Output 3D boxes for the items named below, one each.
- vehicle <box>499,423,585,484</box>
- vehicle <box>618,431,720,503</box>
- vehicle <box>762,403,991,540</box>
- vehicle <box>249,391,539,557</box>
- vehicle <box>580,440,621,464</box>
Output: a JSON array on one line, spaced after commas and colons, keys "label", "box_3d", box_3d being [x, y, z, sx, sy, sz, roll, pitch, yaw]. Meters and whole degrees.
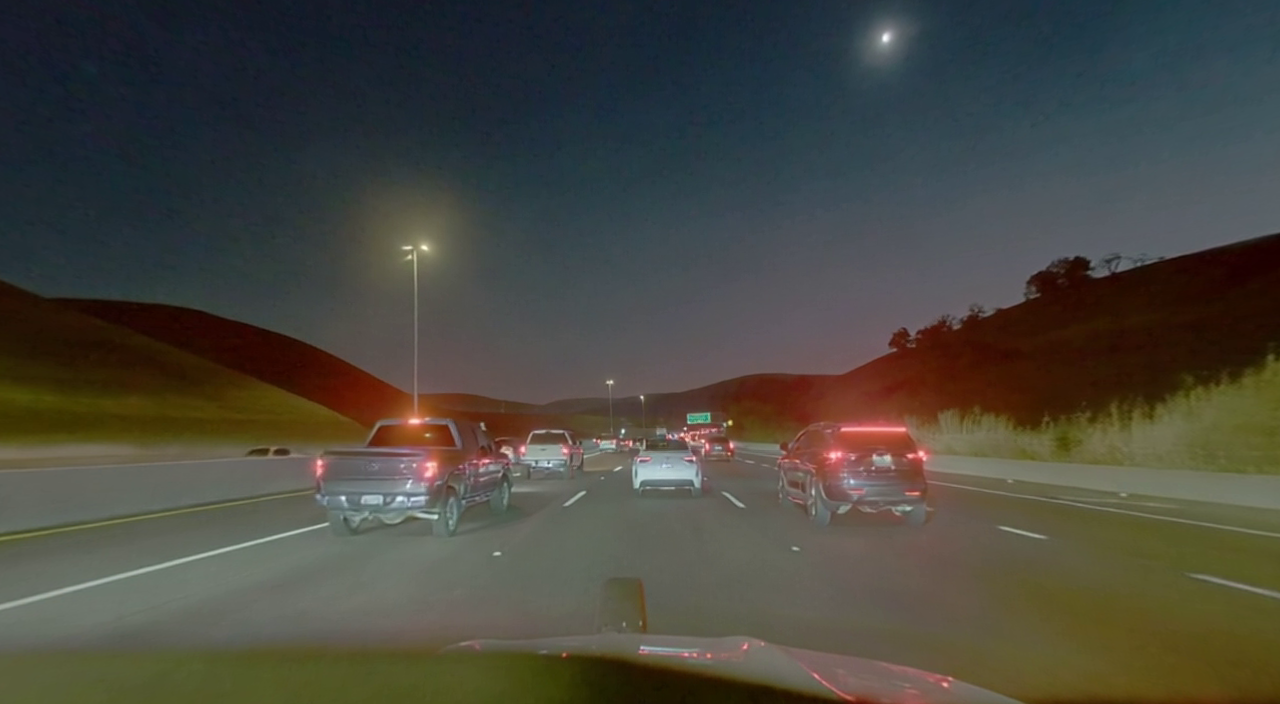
[{"label": "vehicle", "box_3d": [-3.148, 3.391, 21.329, 1.997, 1.806, 5.002, 0, -8, 1]}, {"label": "vehicle", "box_3d": [0.638, 2.703, 15.269, 2.105, 1.471, 4.349, 0, -8, 1]}, {"label": "vehicle", "box_3d": [3.493, 1.868, 10.466, 2.046, 1.765, 4.534, 0, -8, 0]}, {"label": "vehicle", "box_3d": [-3.293, 1.797, 10.056, 2.301, 1.902, 5.374, 0, -8, 2]}, {"label": "vehicle", "box_3d": [-2.337, 6.021, 38.249, 1.973, 1.378, 3.677, -1, -8, 4]}]
